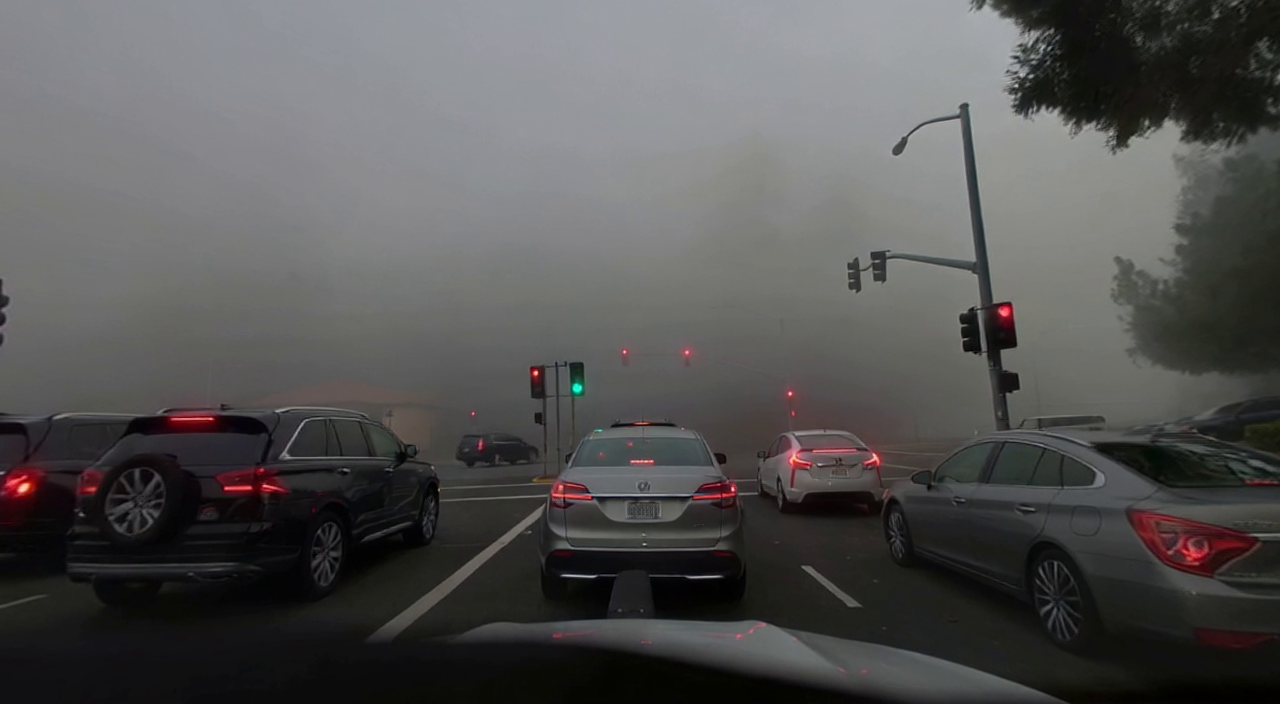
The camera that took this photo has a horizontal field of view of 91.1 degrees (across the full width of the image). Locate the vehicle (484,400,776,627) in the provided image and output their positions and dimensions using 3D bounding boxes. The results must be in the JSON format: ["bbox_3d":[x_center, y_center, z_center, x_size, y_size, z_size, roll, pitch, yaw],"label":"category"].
[{"bbox_3d":[-0.047,1.402,6.307,2.047,1.579,3.642,0,-8,1],"label":"vehicle"}]

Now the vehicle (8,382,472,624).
[{"bbox_3d":[-3.553,1.422,6.862,2.014,1.755,4.360,0,-8,3],"label":"vehicle"}]

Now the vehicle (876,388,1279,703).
[{"bbox_3d":[3.584,1.205,4.605,2.010,1.486,4.498,0,-8,1],"label":"vehicle"}]
